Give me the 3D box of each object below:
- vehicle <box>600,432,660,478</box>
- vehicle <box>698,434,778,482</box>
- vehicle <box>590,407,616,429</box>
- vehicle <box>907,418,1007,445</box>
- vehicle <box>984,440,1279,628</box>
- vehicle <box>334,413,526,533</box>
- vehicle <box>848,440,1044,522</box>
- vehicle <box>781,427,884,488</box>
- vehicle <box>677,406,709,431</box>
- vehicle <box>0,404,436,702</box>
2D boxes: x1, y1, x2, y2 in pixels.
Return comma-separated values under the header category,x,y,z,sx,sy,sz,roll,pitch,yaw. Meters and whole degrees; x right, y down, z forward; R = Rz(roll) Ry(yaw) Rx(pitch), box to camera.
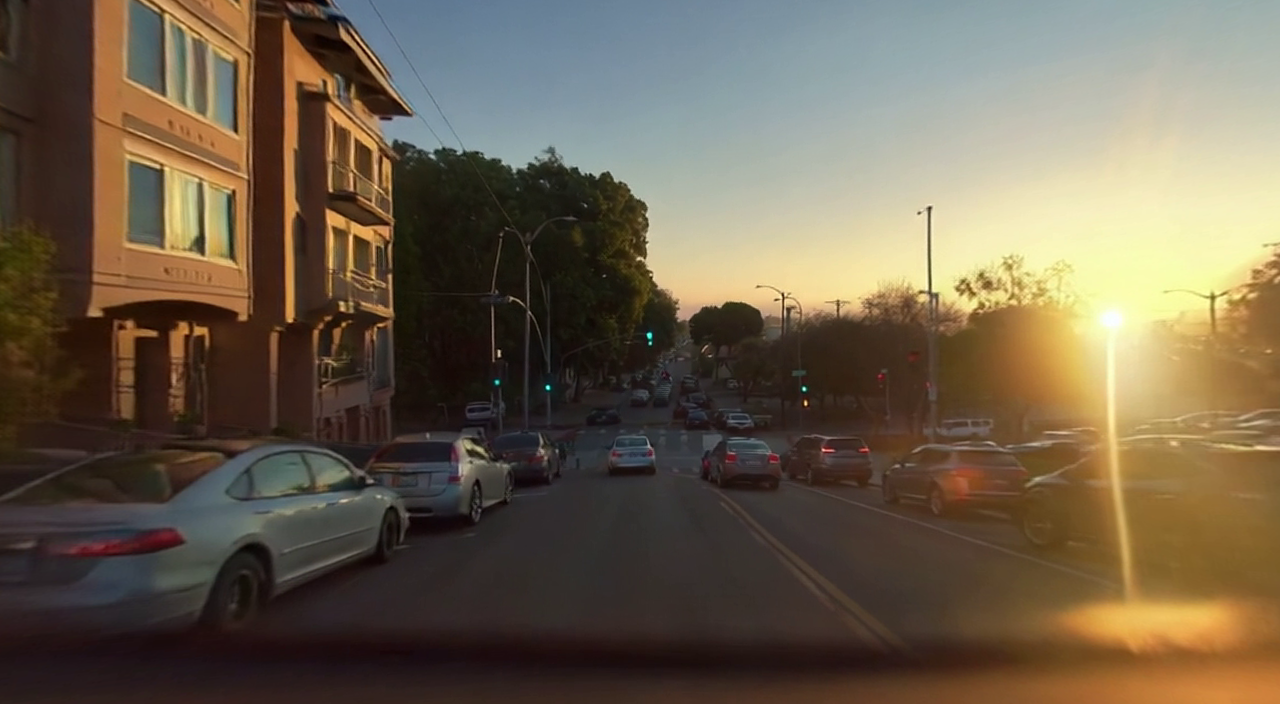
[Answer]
category,x,y,z,sx,sy,sz,roll,pitch,yaw
vehicle,-0.282,3.620,22.290,1.923,1.460,3.923,0,-8,1
vehicle,3.208,3.581,21.645,2.055,1.450,4.676,0,-8,1
vehicle,-2.830,5.180,49.329,1.878,1.521,3.697,0,-8,-1
vehicle,18.448,4.662,36.810,4.738,1.537,1.960,-1,-8,3
vehicle,6.089,1.761,7.127,1.938,1.487,4.371,0,-8,0
vehicle,-3.412,2.063,11.287,1.922,1.704,4.398,0,-8,0
vehicle,6.188,2.637,13.475,1.962,1.438,4.440,0,-8,0
vehicle,6.176,3.437,20.829,1.999,1.752,4.502,0,-8,1
vehicle,3.825,4.895,46.150,2.093,1.655,4.327,0,-8,1
vehicle,-3.492,1.350,5.485,1.869,1.491,4.458,0,-8,1
